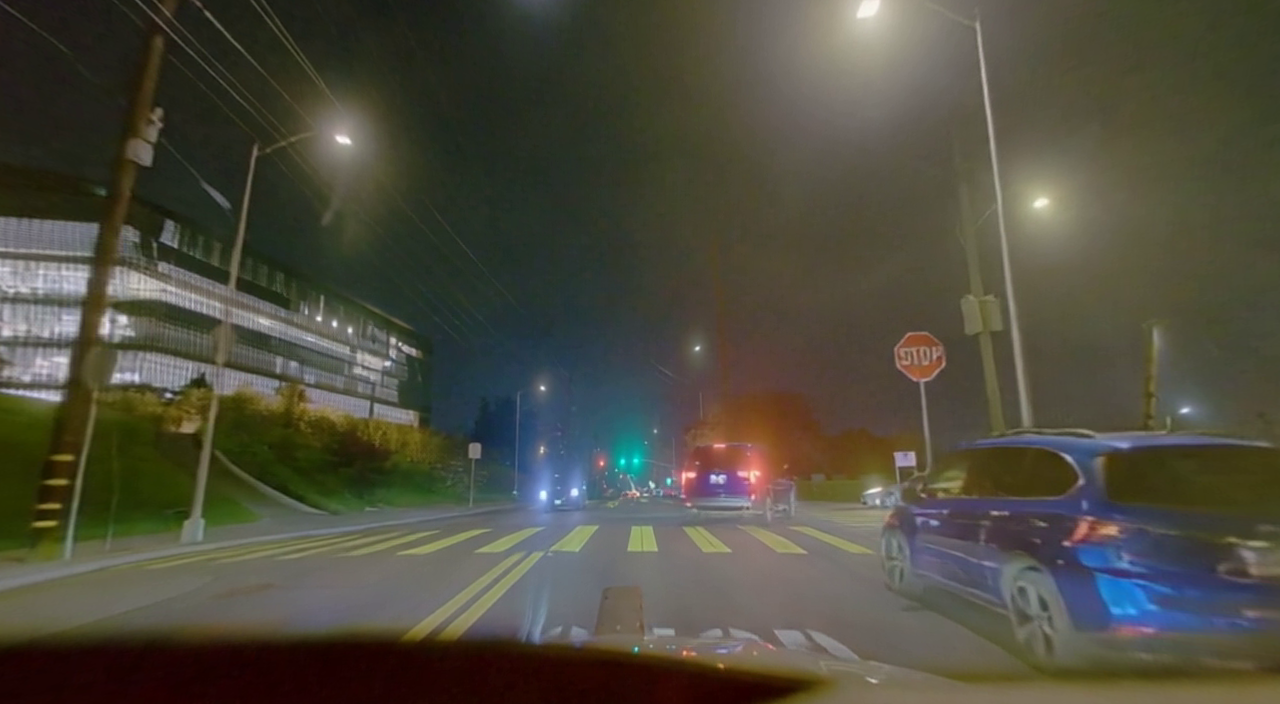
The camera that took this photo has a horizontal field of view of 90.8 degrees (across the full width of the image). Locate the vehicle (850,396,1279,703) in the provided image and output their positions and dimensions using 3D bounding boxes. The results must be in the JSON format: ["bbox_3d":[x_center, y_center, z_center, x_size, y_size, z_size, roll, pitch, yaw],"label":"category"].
[{"bbox_3d":[3.266,1.292,4.755,1.933,1.612,3.941,0,-8,-1],"label":"vehicle"}]

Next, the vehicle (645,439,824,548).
[{"bbox_3d":[2.196,2.747,13.203,2.214,1.789,4.872,-4,-9,27],"label":"vehicle"}]

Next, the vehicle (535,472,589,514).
[{"bbox_3d":[-3.502,6.415,29.000,1.911,1.563,4.057,0,-8,0],"label":"vehicle"}]

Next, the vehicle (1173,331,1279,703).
[{"bbox_3d":[3.343,0.522,0.382,2.039,1.731,4.428,0,-8,-2],"label":"vehicle"}]
